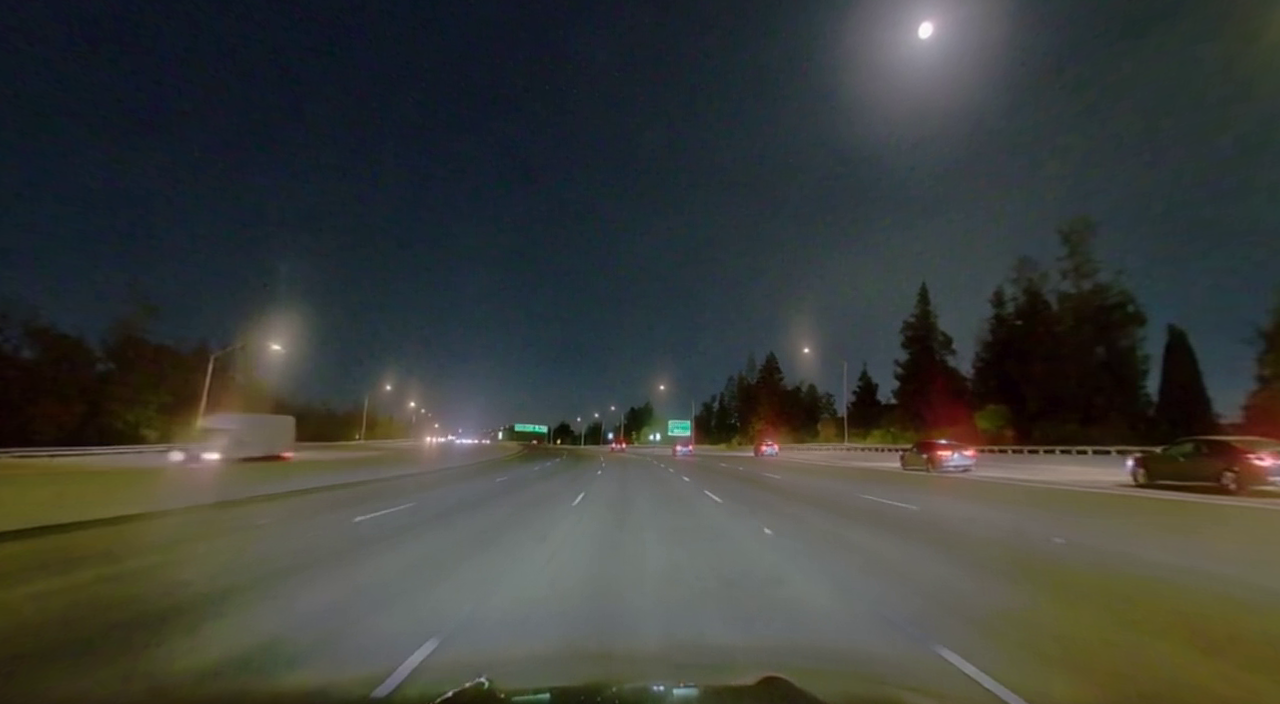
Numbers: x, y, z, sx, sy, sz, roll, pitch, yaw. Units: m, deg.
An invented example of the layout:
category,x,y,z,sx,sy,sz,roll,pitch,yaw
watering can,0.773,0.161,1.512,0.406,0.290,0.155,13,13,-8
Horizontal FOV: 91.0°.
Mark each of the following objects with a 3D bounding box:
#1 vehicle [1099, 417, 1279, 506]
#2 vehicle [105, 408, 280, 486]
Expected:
category,x,y,z,sx,sy,sz,roll,pitch,yaw
vehicle,14.205,2.603,15.202,2.107,1.803,5.385,0,-9,-1
vehicle,-16.847,3.670,24.311,2.353,2.600,5.917,0,-9,-1
